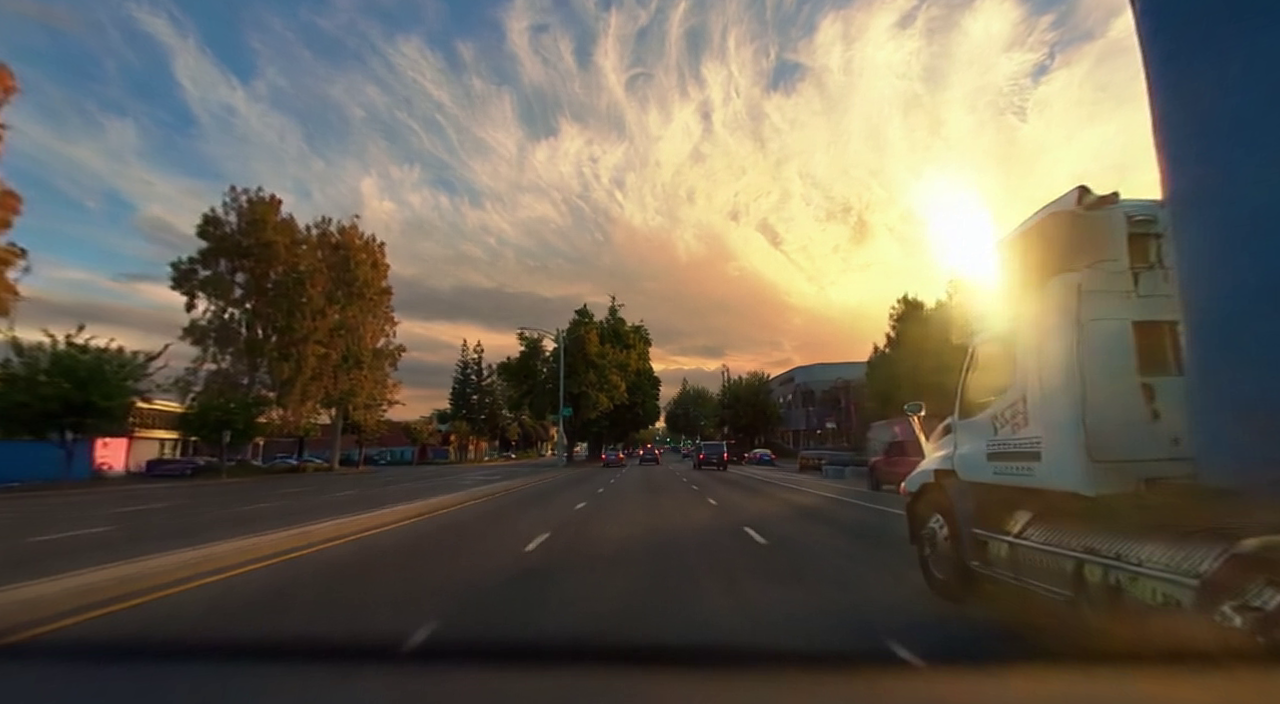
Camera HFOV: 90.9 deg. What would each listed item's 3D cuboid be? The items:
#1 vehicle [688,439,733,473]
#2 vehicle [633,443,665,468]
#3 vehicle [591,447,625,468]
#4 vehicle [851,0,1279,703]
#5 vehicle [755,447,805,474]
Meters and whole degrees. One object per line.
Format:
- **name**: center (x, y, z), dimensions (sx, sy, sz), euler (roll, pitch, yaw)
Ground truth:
- **vehicle**: center (4.146, 6.214, 37.981), dimensions (2.196, 1.908, 4.412), euler (0, -8, 0)
- **vehicle**: center (0.674, 7.561, 46.125), dimensions (2.276, 1.704, 3.925), euler (0, -8, 1)
- **vehicle**: center (-2.393, 8.106, 48.601), dimensions (2.211, 1.537, 4.666), euler (0, -8, 2)
- **vehicle**: center (3.596, -0.213, 2.409), dimensions (3.006, 3.679, 8.506), euler (-1, -8, 3)
- **vehicle**: center (8.346, 6.510, 37.930), dimensions (2.006, 1.484, 4.289), euler (0, -8, 0)
